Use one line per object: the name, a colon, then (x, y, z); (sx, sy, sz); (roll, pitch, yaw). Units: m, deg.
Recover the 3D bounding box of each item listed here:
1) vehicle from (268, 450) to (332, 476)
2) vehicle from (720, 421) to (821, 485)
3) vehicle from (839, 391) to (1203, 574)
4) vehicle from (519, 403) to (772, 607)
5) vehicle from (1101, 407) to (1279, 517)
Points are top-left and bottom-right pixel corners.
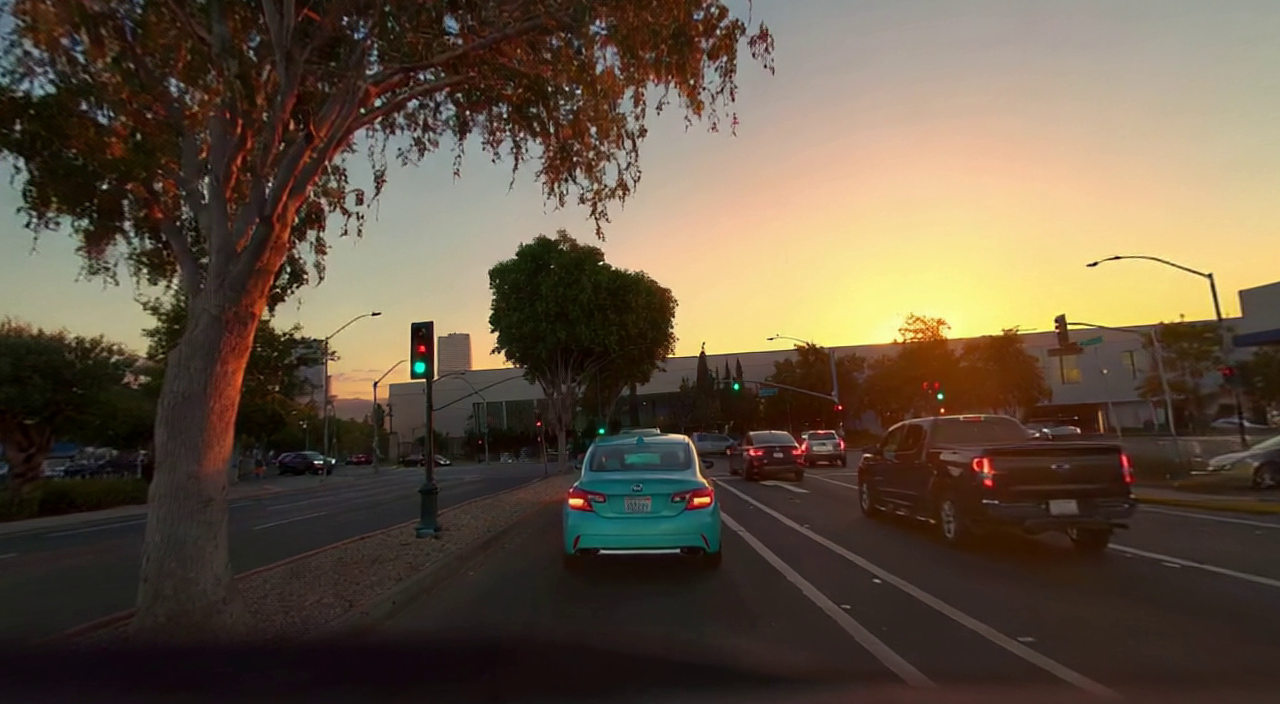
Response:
vehicle: (-24.064, 7.827, 44.847); (1.798, 1.706, 4.385); (-1, -8, 6)
vehicle: (4.369, 3.524, 22.259); (2.319, 1.930, 5.651); (0, -8, 0)
vehicle: (4.556, 1.643, 8.684); (2.019, 1.803, 4.634); (0, -8, -1)
vehicle: (0.006, 1.568, 7.328); (2.116, 1.677, 3.948); (0, -8, -1)
vehicle: (11.440, 2.021, 11.881); (1.850, 1.778, 4.793); (0, -8, 0)
